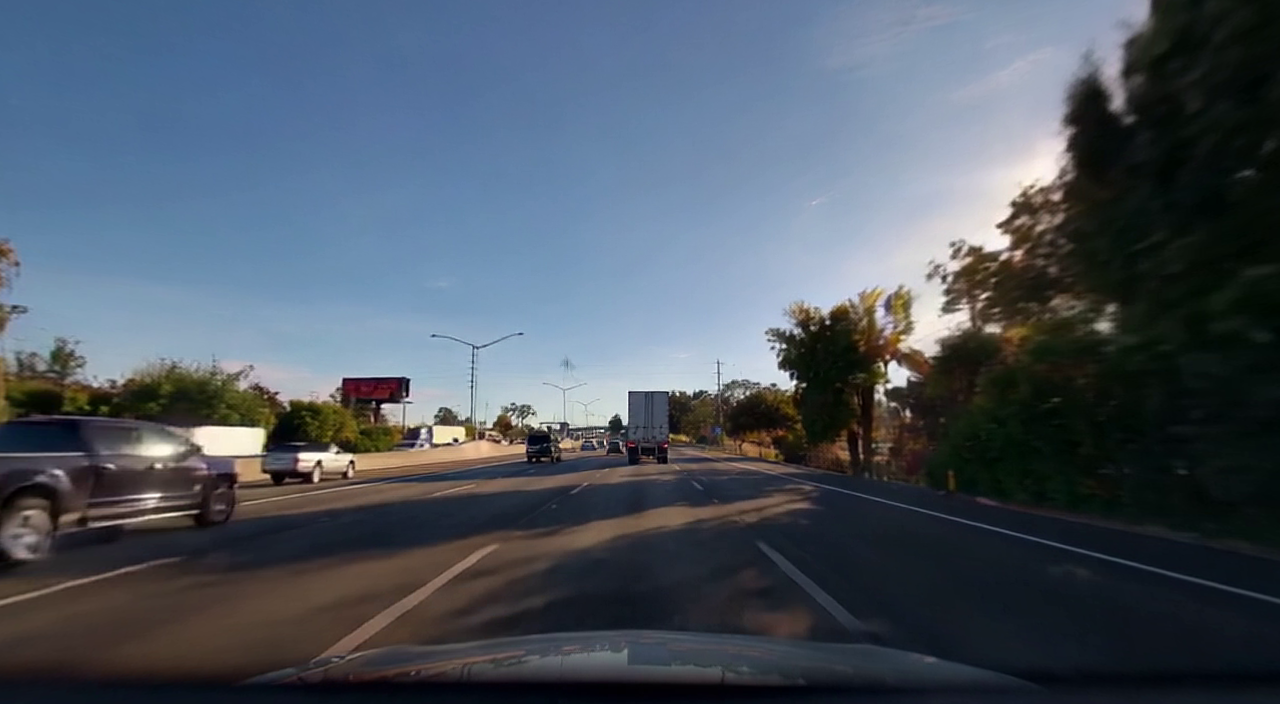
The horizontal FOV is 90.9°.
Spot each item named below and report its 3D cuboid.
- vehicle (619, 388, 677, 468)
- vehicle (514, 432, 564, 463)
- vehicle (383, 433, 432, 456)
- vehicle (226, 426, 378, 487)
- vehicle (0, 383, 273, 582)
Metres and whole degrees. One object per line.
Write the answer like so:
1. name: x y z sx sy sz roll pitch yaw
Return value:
1. vehicle: 0.636 4.644 37.534 2.879 4.027 11.243 -1 -8 2
2. vehicle: -6.590 6.336 41.896 2.263 1.936 5.802 0 -8 1
3. vehicle: -17.662 7.074 48.079 1.906 1.656 4.683 0 -8 1
4. vehicle: -10.889 3.413 20.925 2.010 1.766 5.365 0 -8 1
5. vehicle: -7.099 1.462 7.518 2.197 1.847 5.364 0 -8 0
